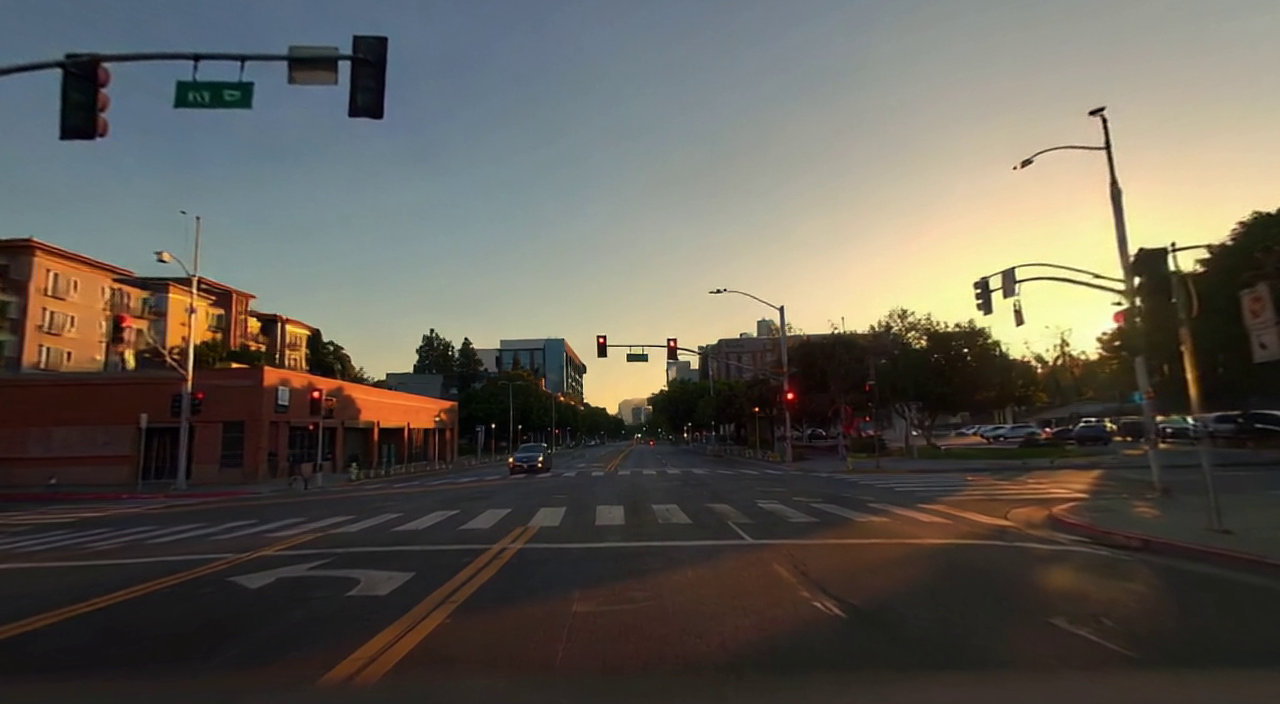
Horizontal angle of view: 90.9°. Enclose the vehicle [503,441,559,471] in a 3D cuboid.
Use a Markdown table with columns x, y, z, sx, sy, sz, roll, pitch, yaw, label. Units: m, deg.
| x | y | z | sx | sy | sz | roll | pitch | yaw | label |
| --- | --- | --- | --- | --- | --- | --- | --- | --- | --- |
| -5.721 | 5.514 | 33.623 | 2.127 | 1.473 | 4.428 | 0 | -9 | 1 | vehicle |
